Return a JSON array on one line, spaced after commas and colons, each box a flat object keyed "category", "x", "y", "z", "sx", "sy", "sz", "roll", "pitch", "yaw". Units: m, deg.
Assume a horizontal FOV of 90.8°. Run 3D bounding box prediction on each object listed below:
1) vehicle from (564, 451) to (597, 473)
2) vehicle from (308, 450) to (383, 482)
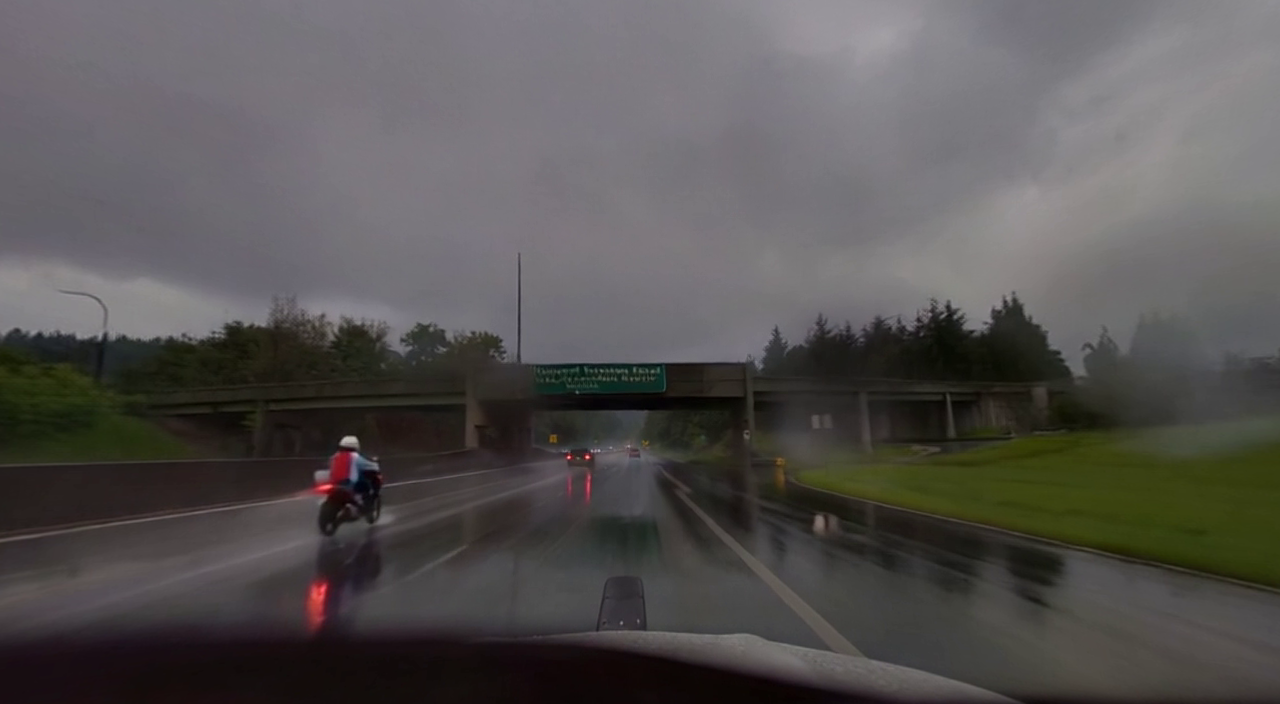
[{"category": "vehicle", "x": -4.237, "y": 7.916, "z": 45.745, "sx": 1.992, "sy": 1.504, "sz": 4.117, "roll": 0, "pitch": -9, "yaw": 0}, {"category": "vehicle", "x": -16.376, "y": 6.337, "z": 35.333, "sx": 1.951, "sy": 1.637, "sz": 4.647, "roll": 0, "pitch": -9, "yaw": 0}]
